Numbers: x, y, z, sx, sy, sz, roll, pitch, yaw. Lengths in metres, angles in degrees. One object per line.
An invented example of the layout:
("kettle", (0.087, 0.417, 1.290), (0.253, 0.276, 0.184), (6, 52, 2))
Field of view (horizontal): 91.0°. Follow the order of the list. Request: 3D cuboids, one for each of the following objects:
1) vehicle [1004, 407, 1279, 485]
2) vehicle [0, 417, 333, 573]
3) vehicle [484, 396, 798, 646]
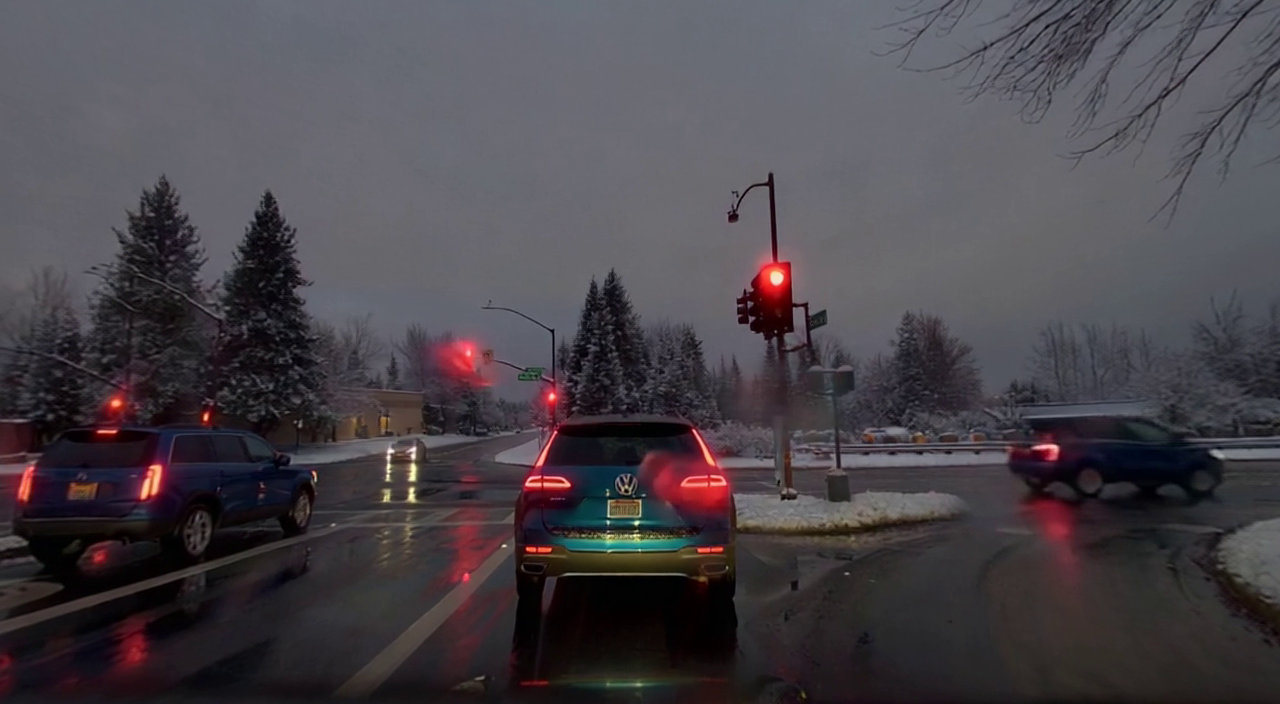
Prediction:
("vehicle", (13.077, 2.466, 16.482), (5.623, 1.843, 2.147), (-1, -9, 8))
("vehicle", (-6.391, 1.896, 9.126), (2.020, 1.695, 4.187), (1, -9, -5))
("vehicle", (-0.143, 1.456, 6.457), (2.154, 1.670, 4.140), (1, -9, -5))
